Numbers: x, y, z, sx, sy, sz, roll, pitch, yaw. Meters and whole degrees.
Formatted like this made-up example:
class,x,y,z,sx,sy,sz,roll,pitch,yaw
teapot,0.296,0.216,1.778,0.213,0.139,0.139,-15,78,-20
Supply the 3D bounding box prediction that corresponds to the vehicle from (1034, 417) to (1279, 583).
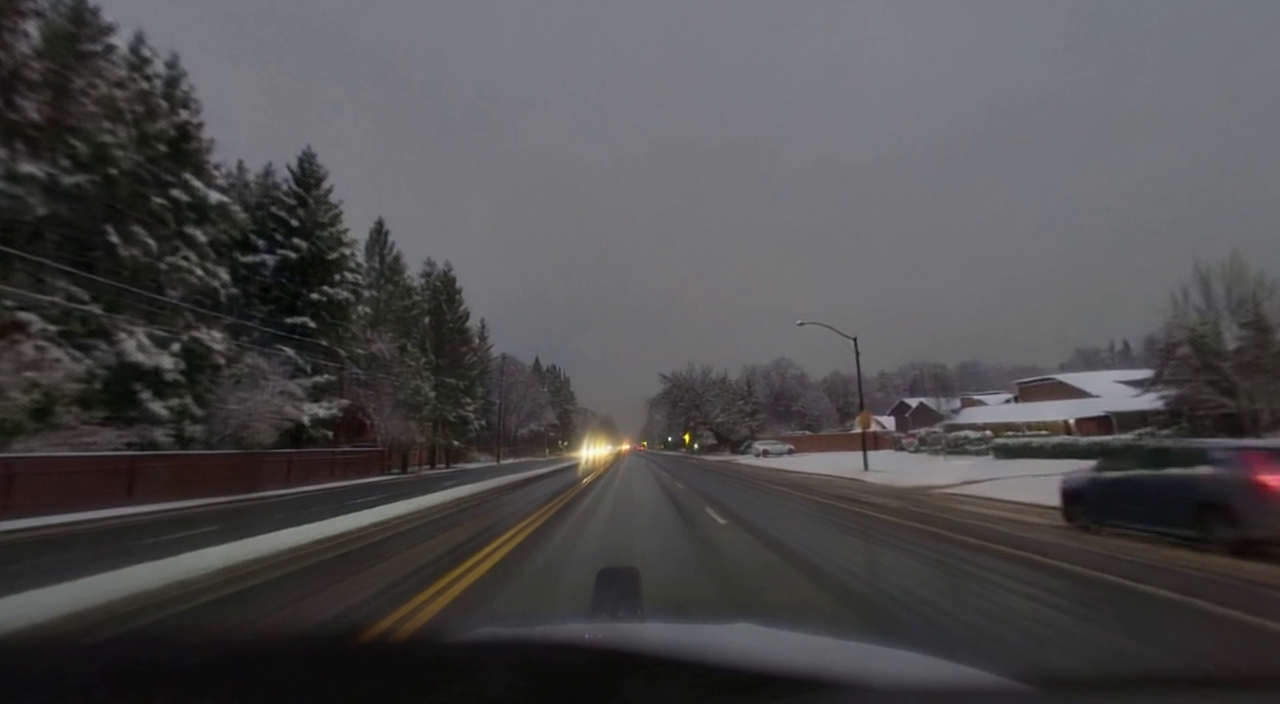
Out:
class,x,y,z,sx,sy,sz,roll,pitch,yaw
vehicle,7.338,1.733,8.088,1.965,1.623,4.096,0,-9,1
